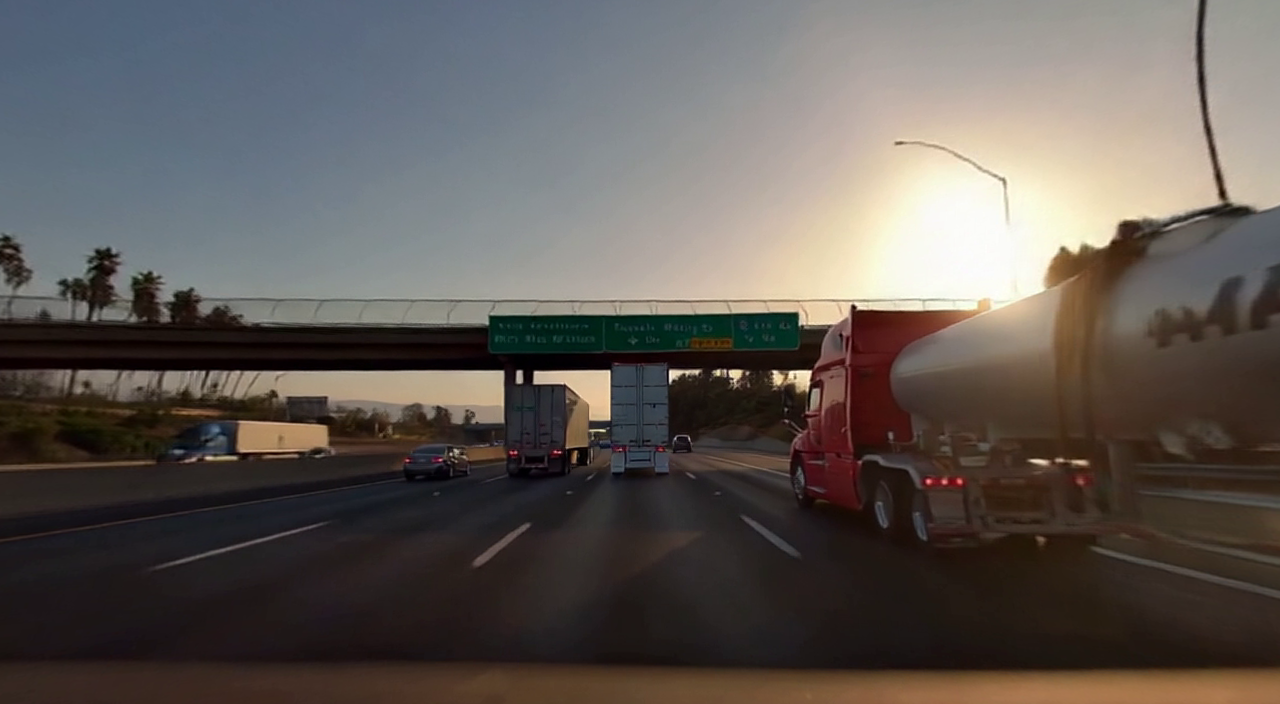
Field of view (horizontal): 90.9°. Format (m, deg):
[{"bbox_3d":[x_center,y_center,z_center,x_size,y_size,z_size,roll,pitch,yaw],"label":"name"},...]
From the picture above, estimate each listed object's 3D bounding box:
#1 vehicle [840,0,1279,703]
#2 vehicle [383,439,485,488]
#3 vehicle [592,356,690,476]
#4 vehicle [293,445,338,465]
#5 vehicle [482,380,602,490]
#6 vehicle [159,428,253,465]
[{"bbox_3d":[4.278,-0.382,1.783,2.887,4.178,14.553,0,-8,1],"label":"vehicle"},{"bbox_3d":[-6.884,3.755,21.598,1.916,1.465,4.451,0,-8,1],"label":"vehicle"},{"bbox_3d":[0.056,3.456,29.385,3.097,3.856,18.209,-1,-9,0],"label":"vehicle"},{"bbox_3d":[-24.331,7.718,47.359,1.495,1.363,3.346,-1,-8,1],"label":"vehicle"},{"bbox_3d":[-3.222,3.244,24.278,2.786,3.228,11.082,0,-8,0],"label":"vehicle"},{"bbox_3d":[-31.495,6.890,46.101,2.951,2.494,5.437,0,-8,0],"label":"vehicle"}]
